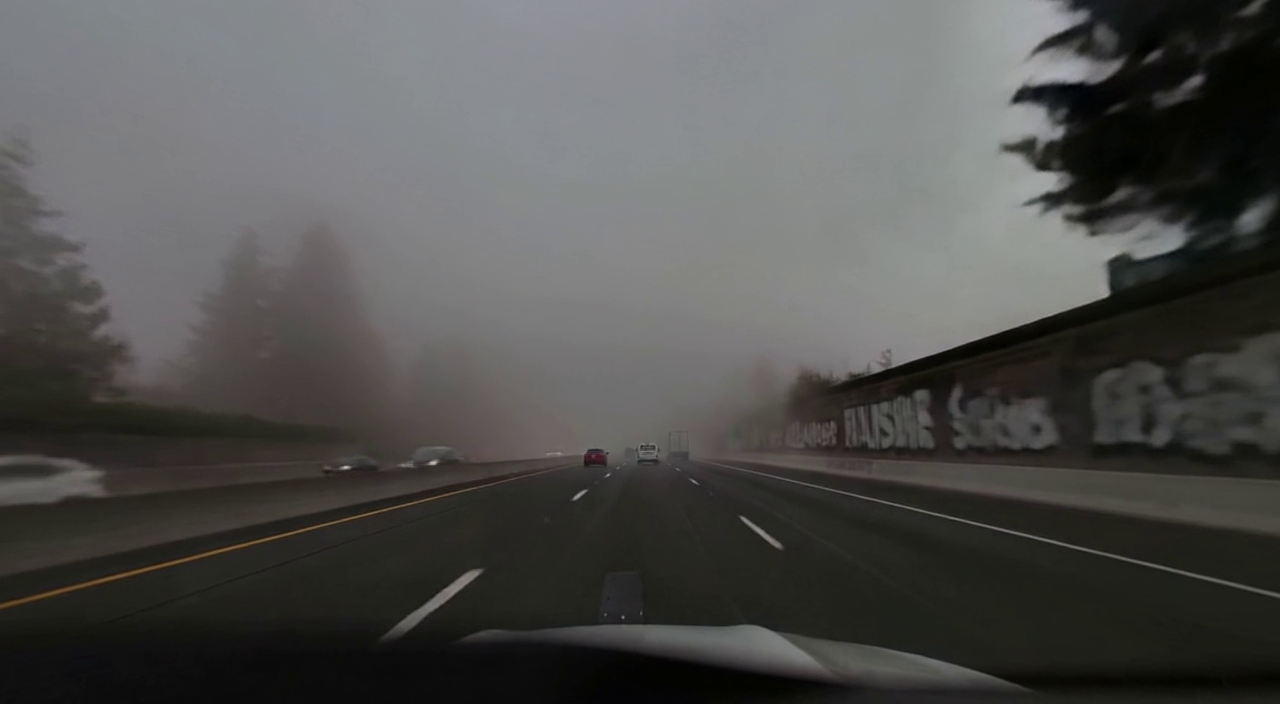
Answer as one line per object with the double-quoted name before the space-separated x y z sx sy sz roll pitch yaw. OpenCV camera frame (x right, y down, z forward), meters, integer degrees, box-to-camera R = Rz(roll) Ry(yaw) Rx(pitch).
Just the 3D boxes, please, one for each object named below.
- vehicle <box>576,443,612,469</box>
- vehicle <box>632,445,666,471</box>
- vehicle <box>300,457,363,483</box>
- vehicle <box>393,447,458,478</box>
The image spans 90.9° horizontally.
"vehicle" -3.130 7.201 43.649 2.095 1.671 4.193 0 -9 1
"vehicle" 0.558 6.632 39.636 2.009 1.506 4.091 0 -9 0
"vehicle" -20.194 7.705 41.462 1.806 1.549 4.417 0 -9 1
"vehicle" -11.709 6.047 34.739 2.001 1.547 4.361 0 -9 1
